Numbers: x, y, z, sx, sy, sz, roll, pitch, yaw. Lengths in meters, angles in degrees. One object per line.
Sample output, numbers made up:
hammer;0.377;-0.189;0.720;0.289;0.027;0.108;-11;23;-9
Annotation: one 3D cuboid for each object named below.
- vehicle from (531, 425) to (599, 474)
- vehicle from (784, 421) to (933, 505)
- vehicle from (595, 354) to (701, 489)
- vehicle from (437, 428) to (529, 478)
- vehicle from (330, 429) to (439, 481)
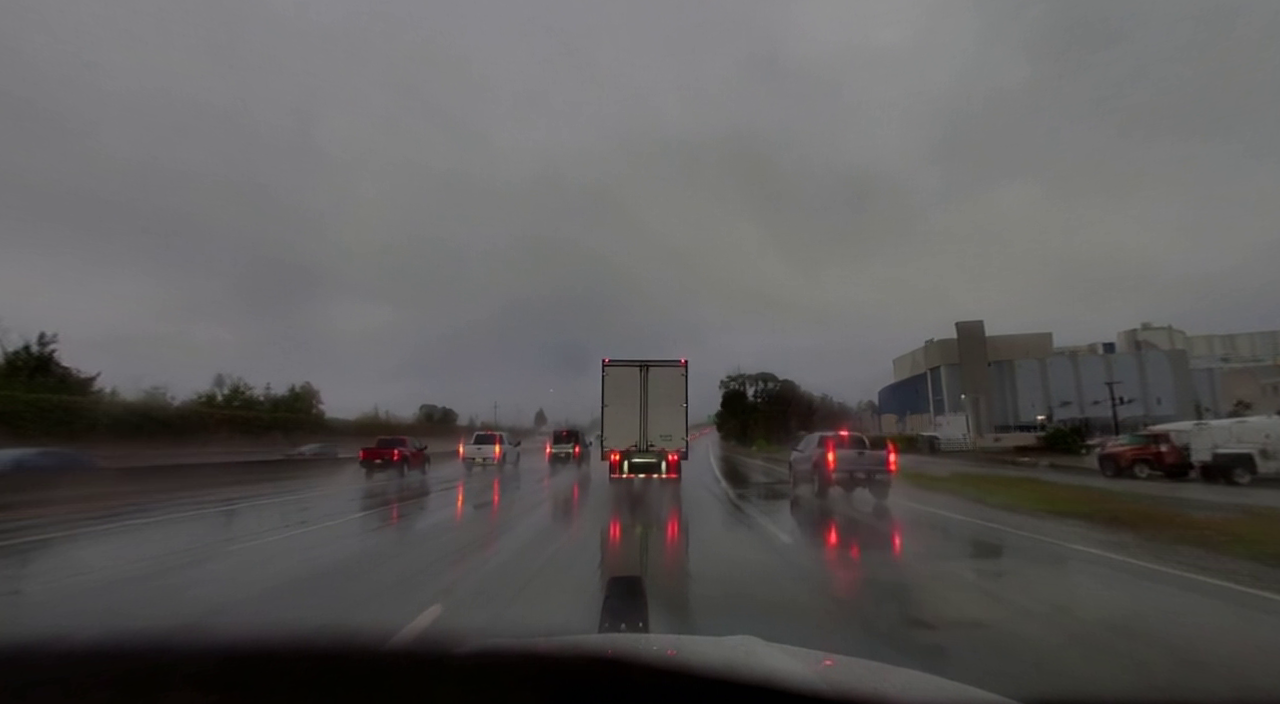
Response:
vehicle;-3.377;4.589;29.755;2.379;2.075;6.169;0;-9;1
vehicle;5.254;2.750;16.024;2.137;1.796;4.817;0;-9;2
vehicle;0.130;2.674;22.745;2.941;3.794;9.851;0;-9;-1
vehicle;-6.755;4.455;28.038;2.479;1.978;5.952;0;-9;1
vehicle;-10.367;4.237;26.240;2.089;1.885;5.888;0;-9;0
